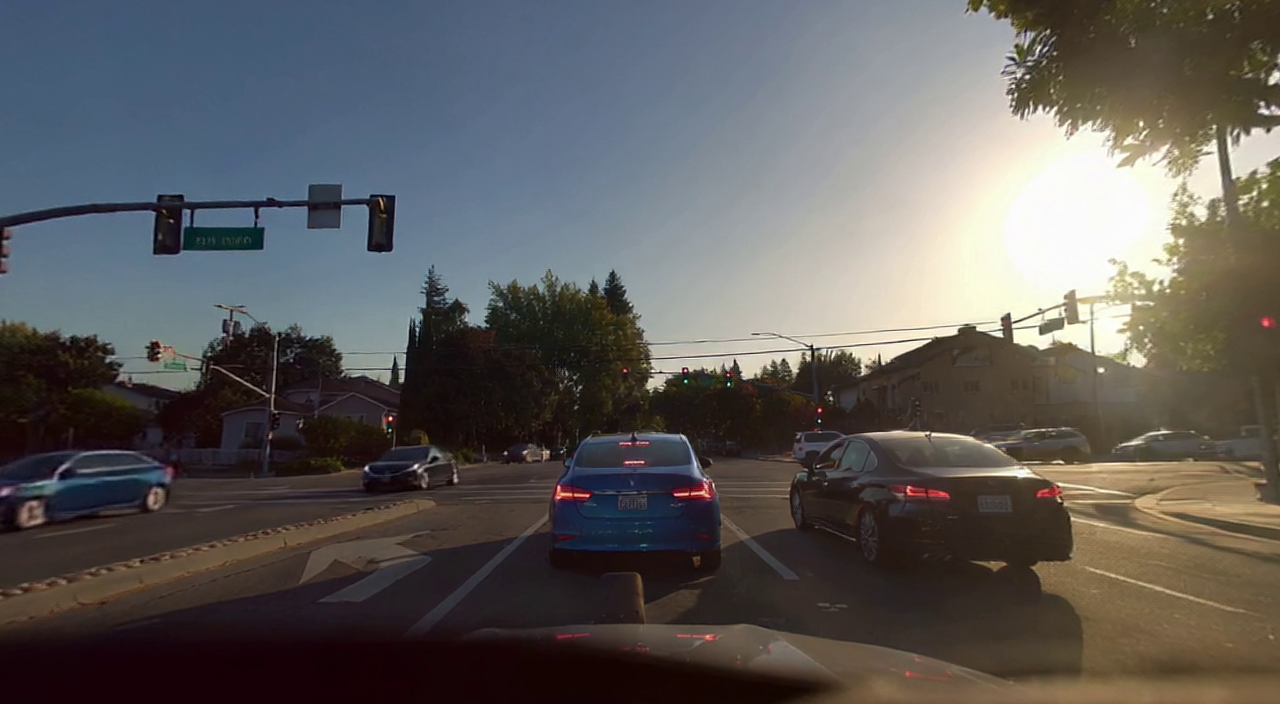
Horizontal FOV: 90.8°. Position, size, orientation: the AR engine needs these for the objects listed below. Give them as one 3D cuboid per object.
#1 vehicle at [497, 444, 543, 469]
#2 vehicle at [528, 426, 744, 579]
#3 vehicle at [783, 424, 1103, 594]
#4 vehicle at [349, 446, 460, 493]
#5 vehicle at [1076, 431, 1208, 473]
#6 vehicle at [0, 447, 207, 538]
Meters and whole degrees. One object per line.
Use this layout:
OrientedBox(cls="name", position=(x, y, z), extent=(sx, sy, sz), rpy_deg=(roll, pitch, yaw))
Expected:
OrientedBox(cls="vehicle", position=(-7.524, 6.573, 40.123), extent=(2.003, 1.480, 4.633), rpy_deg=(0, -8, 0))
OrientedBox(cls="vehicle", position=(-0.056, 1.780, 8.272), extent=(2.103, 1.478, 4.073), rpy_deg=(0, -8, 0))
OrientedBox(cls="vehicle", position=(3.183, 1.715, 7.769), extent=(1.913, 1.505, 4.097), rpy_deg=(0, -8, 0))
OrientedBox(cls="vehicle", position=(-7.568, 3.787, 20.804), extent=(2.040, 1.374, 4.150), rpy_deg=(0, -8, 0))
OrientedBox(cls="vehicle", position=(24.003, 4.789, 30.321), extent=(4.520, 1.762, 2.005), rpy_deg=(-2, -8, -1))
OrientedBox(cls="vehicle", position=(-11.298, 2.651, 12.655), extent=(2.125, 1.476, 4.385), rpy_deg=(0, -8, 0))
